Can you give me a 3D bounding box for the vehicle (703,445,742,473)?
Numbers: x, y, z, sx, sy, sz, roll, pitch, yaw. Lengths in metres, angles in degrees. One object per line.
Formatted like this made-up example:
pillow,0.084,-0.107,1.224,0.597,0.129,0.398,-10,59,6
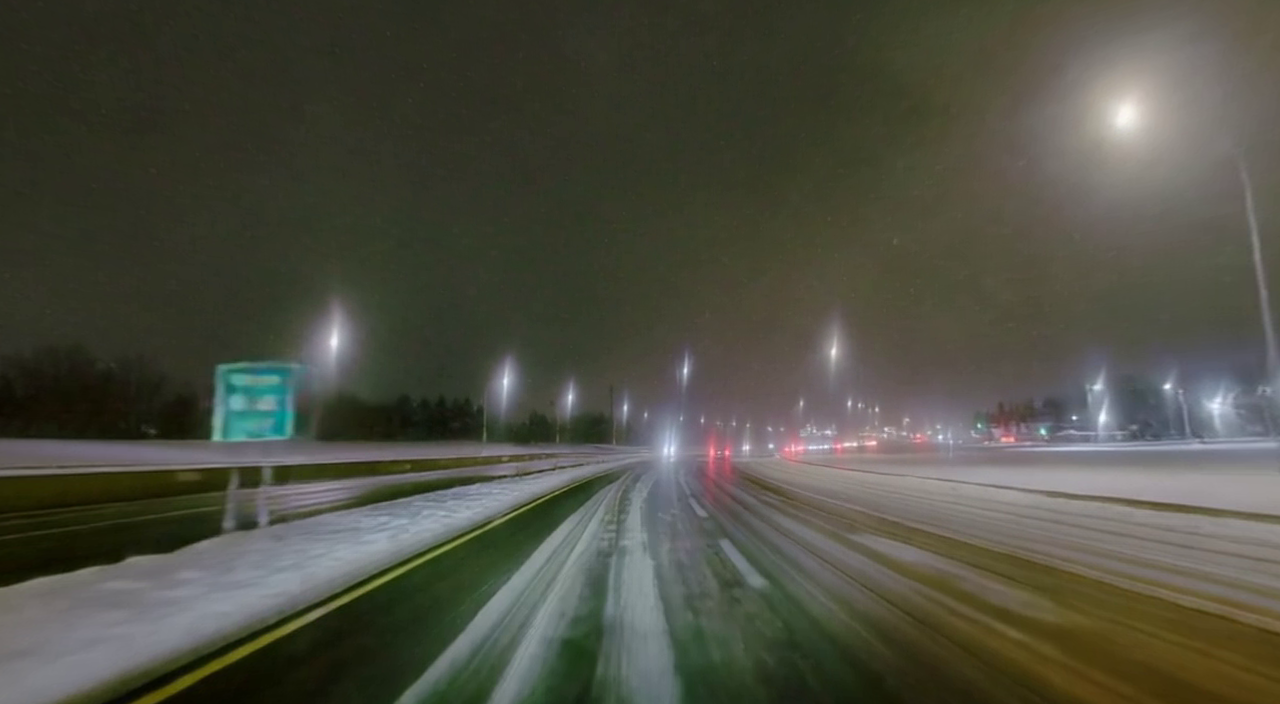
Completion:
vehicle,4.720,6.170,36.779,1.874,1.506,4.116,0,-8,2
